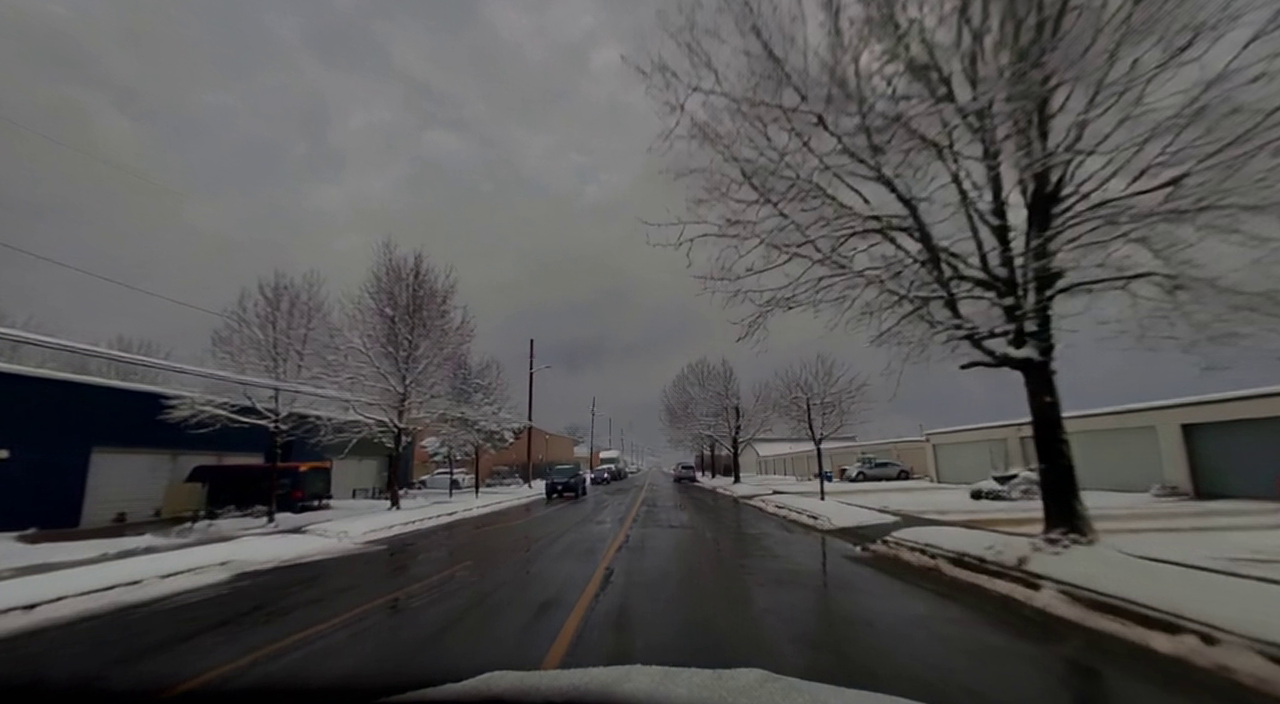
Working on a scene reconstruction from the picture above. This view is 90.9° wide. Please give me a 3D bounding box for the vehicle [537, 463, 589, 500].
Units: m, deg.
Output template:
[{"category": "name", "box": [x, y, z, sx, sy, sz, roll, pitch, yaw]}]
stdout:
[{"category": "vehicle", "box": [-3.831, 6.528, 32.037, 1.927, 1.580, 4.556, -2, -9, 2]}]
